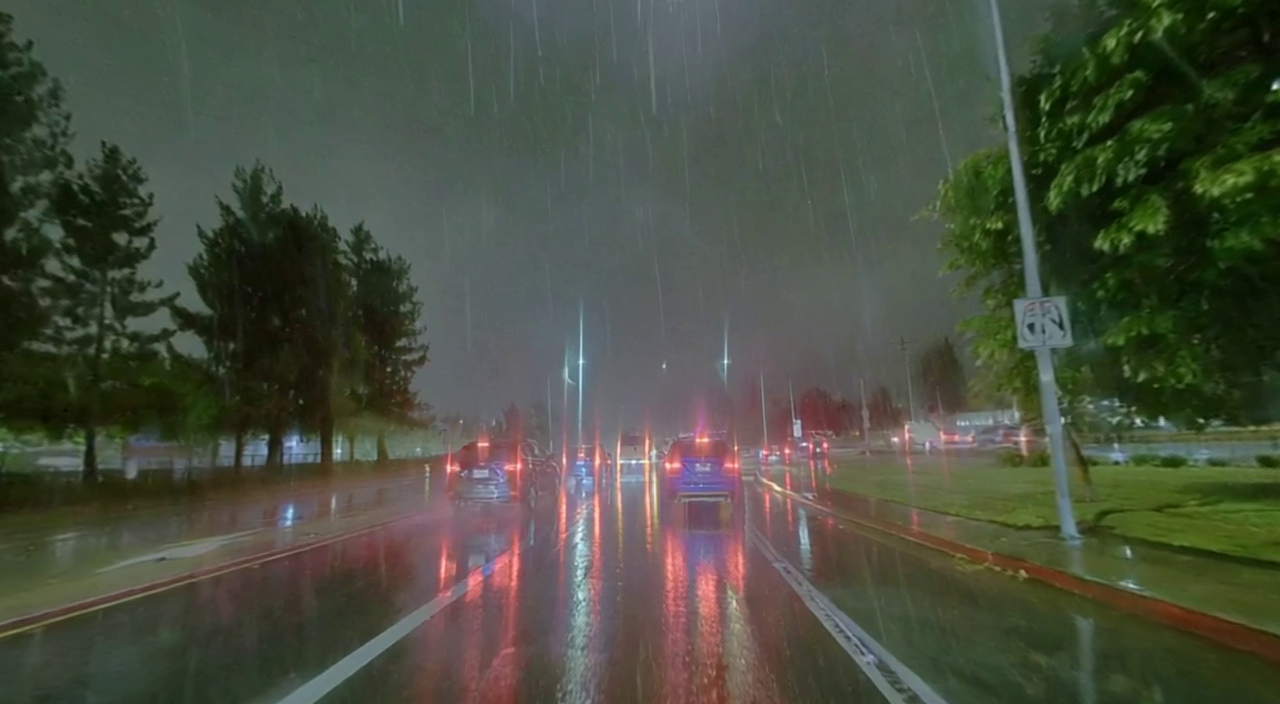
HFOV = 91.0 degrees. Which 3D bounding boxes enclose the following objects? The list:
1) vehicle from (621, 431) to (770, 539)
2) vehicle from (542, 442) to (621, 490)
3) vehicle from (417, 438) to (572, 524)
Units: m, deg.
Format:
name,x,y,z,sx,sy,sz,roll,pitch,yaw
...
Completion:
name,x,y,z,sx,sy,sz,roll,pitch,yaw
vehicle,0.888,2.240,11.203,2.142,1.528,4.133,-1,-9,3
vehicle,-1.928,3.919,22.062,1.870,1.490,4.187,-1,-9,7
vehicle,-2.828,2.609,13.335,1.940,1.502,4.241,-1,-9,5
